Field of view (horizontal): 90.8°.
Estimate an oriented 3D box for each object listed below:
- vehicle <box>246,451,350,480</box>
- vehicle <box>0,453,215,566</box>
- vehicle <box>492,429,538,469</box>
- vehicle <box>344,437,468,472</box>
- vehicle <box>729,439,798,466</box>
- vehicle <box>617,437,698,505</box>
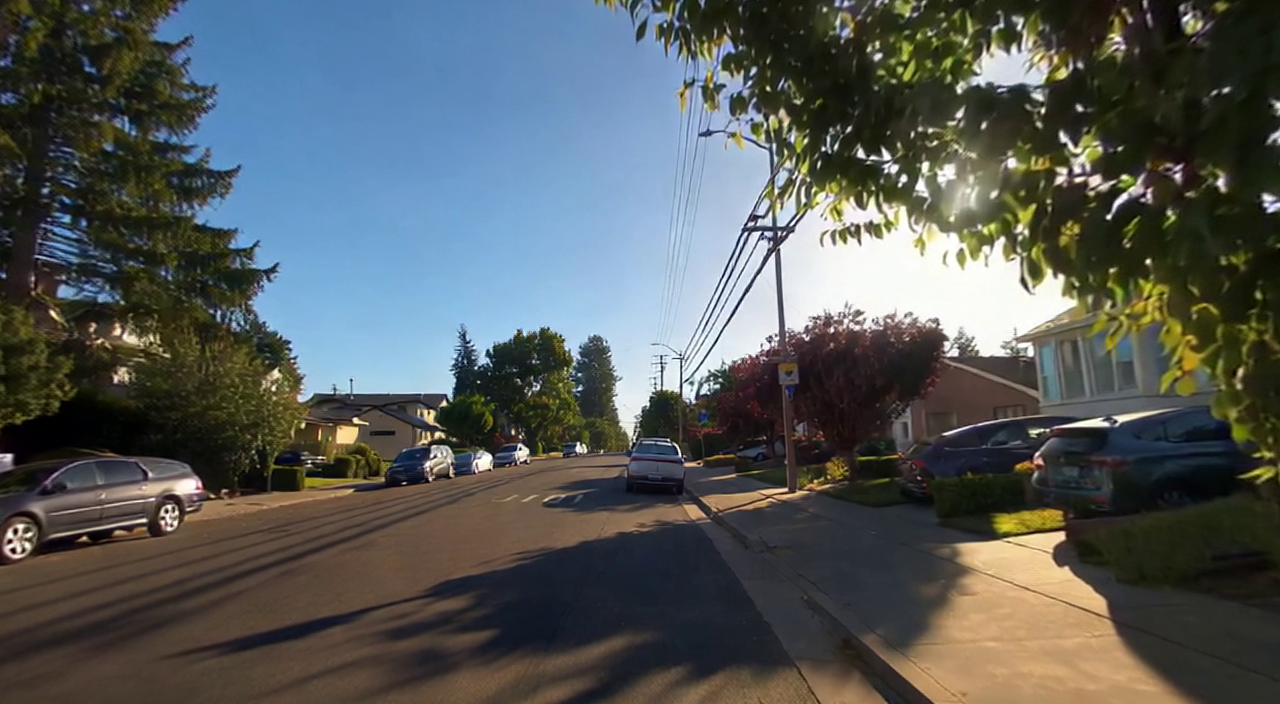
[{"bbox_3d":[-18.199,6.047,33.780,4.481,1.420,1.712,1,-9,-3],"label":"vehicle"},{"bbox_3d":[-9.492,2.399,10.228,1.968,1.449,4.502,0,-8,2],"label":"vehicle"},{"bbox_3d":[-9.441,7.406,48.397,2.199,2.902,5.848,0,-8,1],"label":"vehicle"},{"bbox_3d":[-13.930,6.158,37.890,6.488,2.009,2.354,0,-9,0],"label":"vehicle"},{"bbox_3d":[7.870,6.466,40.542,4.075,1.674,1.811,0,-8,0],"label":"vehicle"},{"bbox_3d":[0.464,3.032,16.446,1.908,1.572,3.105,0,-8,2],"label":"vehicle"}]
